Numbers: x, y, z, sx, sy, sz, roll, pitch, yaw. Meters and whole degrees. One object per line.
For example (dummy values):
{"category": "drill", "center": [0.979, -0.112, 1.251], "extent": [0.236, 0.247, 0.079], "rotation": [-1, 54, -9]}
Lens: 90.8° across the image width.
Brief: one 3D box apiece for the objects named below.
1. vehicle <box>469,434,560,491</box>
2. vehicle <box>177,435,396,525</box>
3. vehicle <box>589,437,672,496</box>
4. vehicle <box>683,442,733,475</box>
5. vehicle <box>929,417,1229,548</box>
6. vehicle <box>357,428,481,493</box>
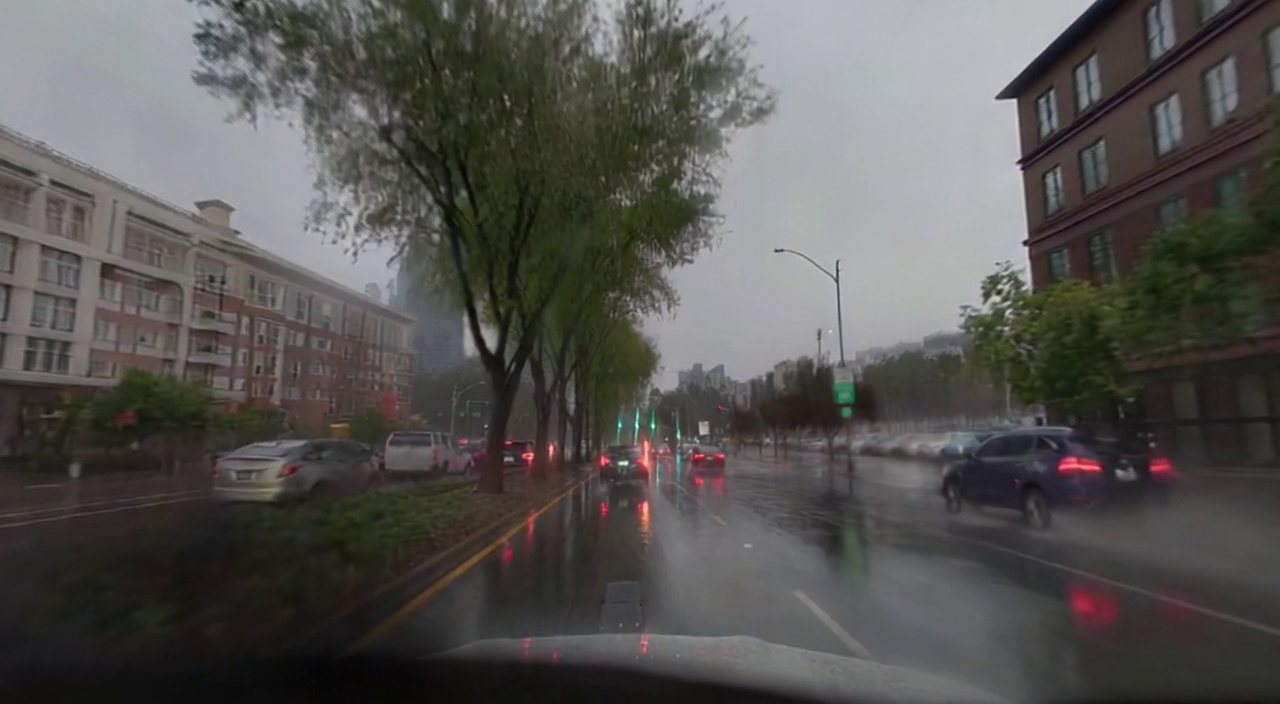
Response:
{"category": "vehicle", "center": [-3.870, 3.499, 20.328], "extent": [2.009, 1.619, 4.376], "rotation": [0, -9, 1]}
{"category": "vehicle", "center": [-6.858, 2.510, 13.001], "extent": [1.877, 1.493, 4.624], "rotation": [0, -9, -1]}
{"category": "vehicle", "center": [-0.259, 3.281, 18.477], "extent": [2.161, 1.501, 4.184], "rotation": [0, -9, 0]}
{"category": "vehicle", "center": [3.257, 5.208, 31.043], "extent": [1.905, 1.473, 4.183], "rotation": [0, -9, -2]}
{"category": "vehicle", "center": [6.670, 2.009, 10.334], "extent": [1.889, 1.681, 4.120], "rotation": [0, -9, 0]}
{"category": "vehicle", "center": [-6.787, 3.415, 20.225], "extent": [1.864, 1.737, 5.689], "rotation": [-1, -9, 1]}
